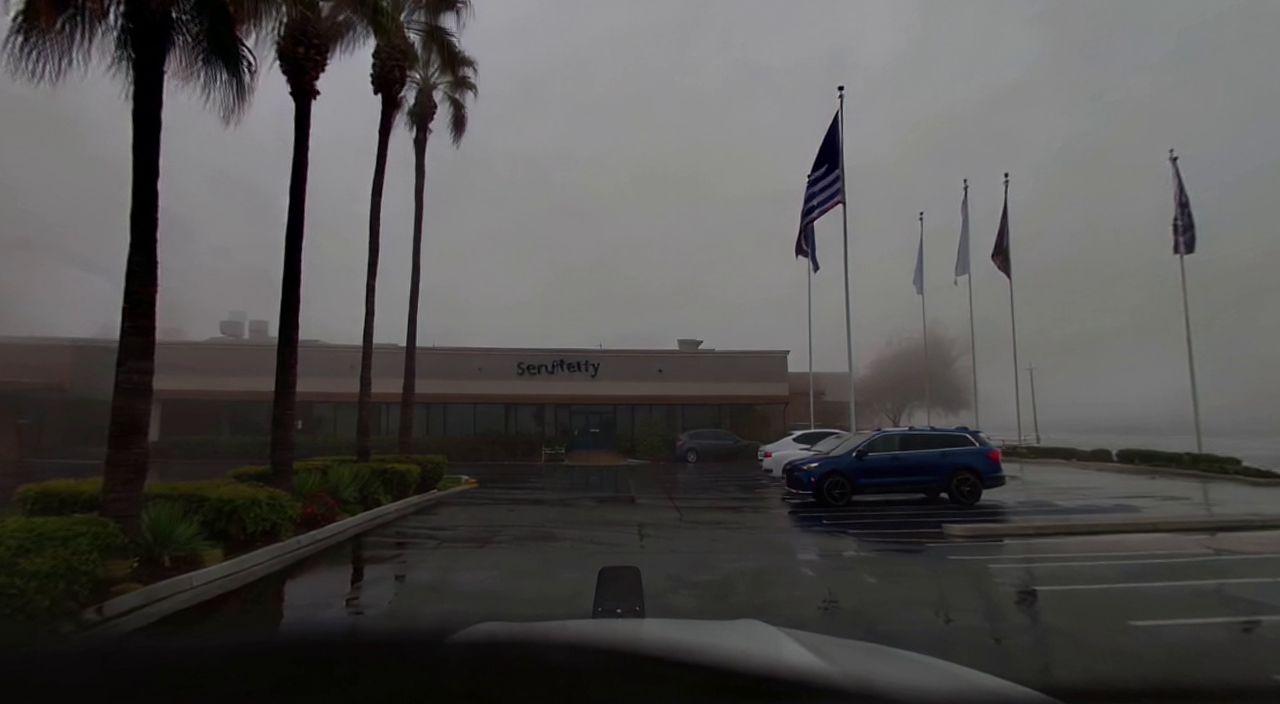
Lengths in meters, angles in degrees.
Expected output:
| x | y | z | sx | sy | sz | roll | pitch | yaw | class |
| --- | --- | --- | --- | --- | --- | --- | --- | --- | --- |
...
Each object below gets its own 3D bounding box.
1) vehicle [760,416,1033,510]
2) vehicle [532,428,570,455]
| x | y | z | sx | sy | sz | roll | pitch | yaw | class |
| --- | --- | --- | --- | --- | --- | --- | --- | --- | --- |
| 4.885 | 2.180 | 12.565 | 4.567 | 1.723 | 1.926 | 0 | -8 | 0 | vehicle |
| -6.503 | 6.609 | 46.295 | 1.943 | 1.890 | 4.472 | -1 | -9 | 3 | vehicle |
